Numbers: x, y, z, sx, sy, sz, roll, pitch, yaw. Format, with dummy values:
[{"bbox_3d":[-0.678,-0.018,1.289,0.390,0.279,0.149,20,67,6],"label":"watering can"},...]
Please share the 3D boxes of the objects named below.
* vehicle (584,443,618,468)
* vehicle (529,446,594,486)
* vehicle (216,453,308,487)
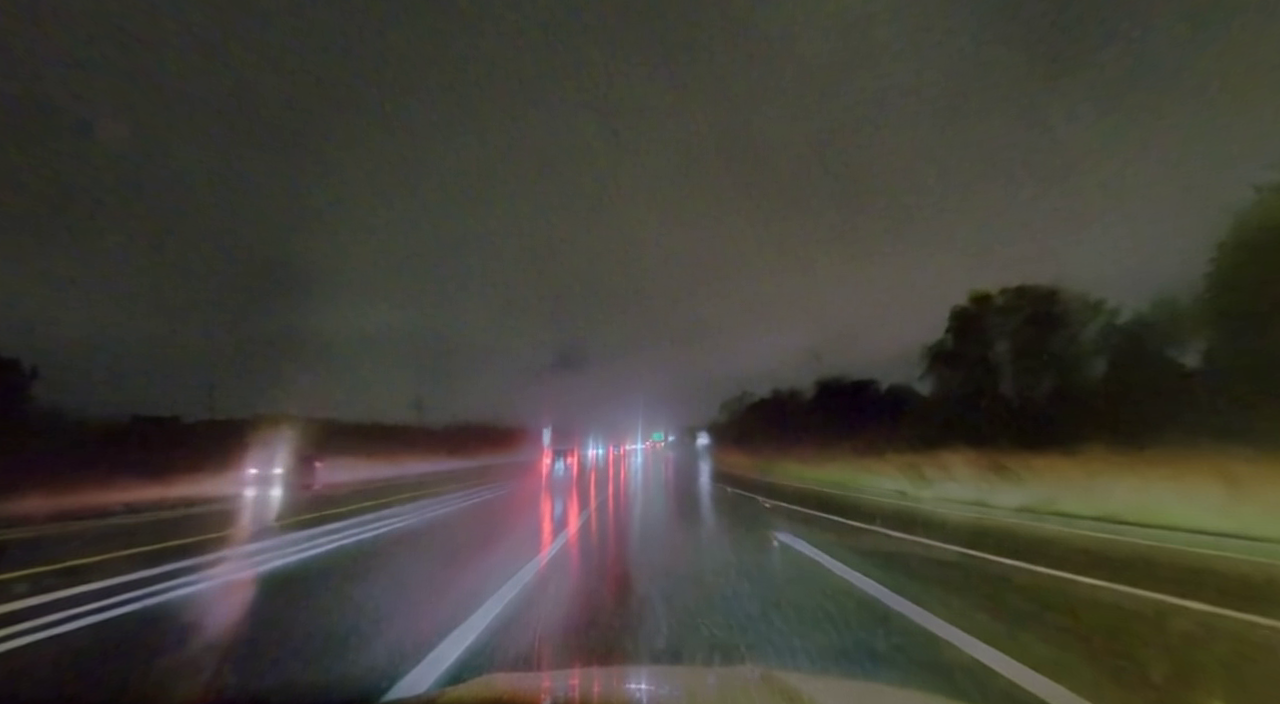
[{"bbox_3d":[-2.977,8.053,49.044,2.177,1.852,4.427,-1,-9,2],"label":"vehicle"},{"bbox_3d":[-3.203,4.797,26.763,2.044,1.527,4.607,0,-9,2],"label":"vehicle"},{"bbox_3d":[-19.620,6.111,32.945,1.916,1.621,4.452,0,-9,1],"label":"vehicle"}]
